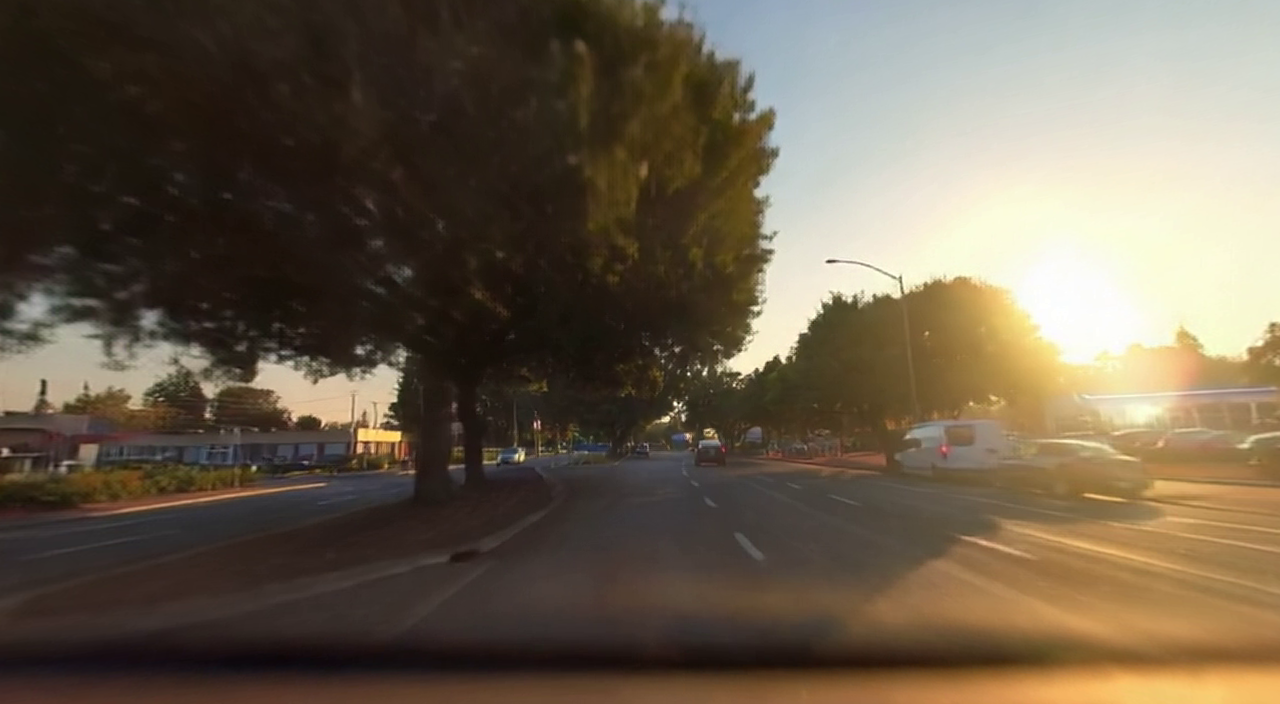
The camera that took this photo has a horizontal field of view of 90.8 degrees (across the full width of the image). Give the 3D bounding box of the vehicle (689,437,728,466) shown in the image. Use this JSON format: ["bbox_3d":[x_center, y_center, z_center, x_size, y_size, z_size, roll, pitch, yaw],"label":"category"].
[{"bbox_3d":[4.167,6.103,38.899,1.957,1.643,4.226,0,-9,0],"label":"vehicle"}]

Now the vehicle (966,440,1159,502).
[{"bbox_3d":[10.880,3.080,16.845,1.857,1.411,4.859,0,-9,1],"label":"vehicle"}]

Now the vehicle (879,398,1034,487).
[{"bbox_3d":[10.949,3.236,22.580,2.507,2.745,5.779,0,-9,0],"label":"vehicle"}]
